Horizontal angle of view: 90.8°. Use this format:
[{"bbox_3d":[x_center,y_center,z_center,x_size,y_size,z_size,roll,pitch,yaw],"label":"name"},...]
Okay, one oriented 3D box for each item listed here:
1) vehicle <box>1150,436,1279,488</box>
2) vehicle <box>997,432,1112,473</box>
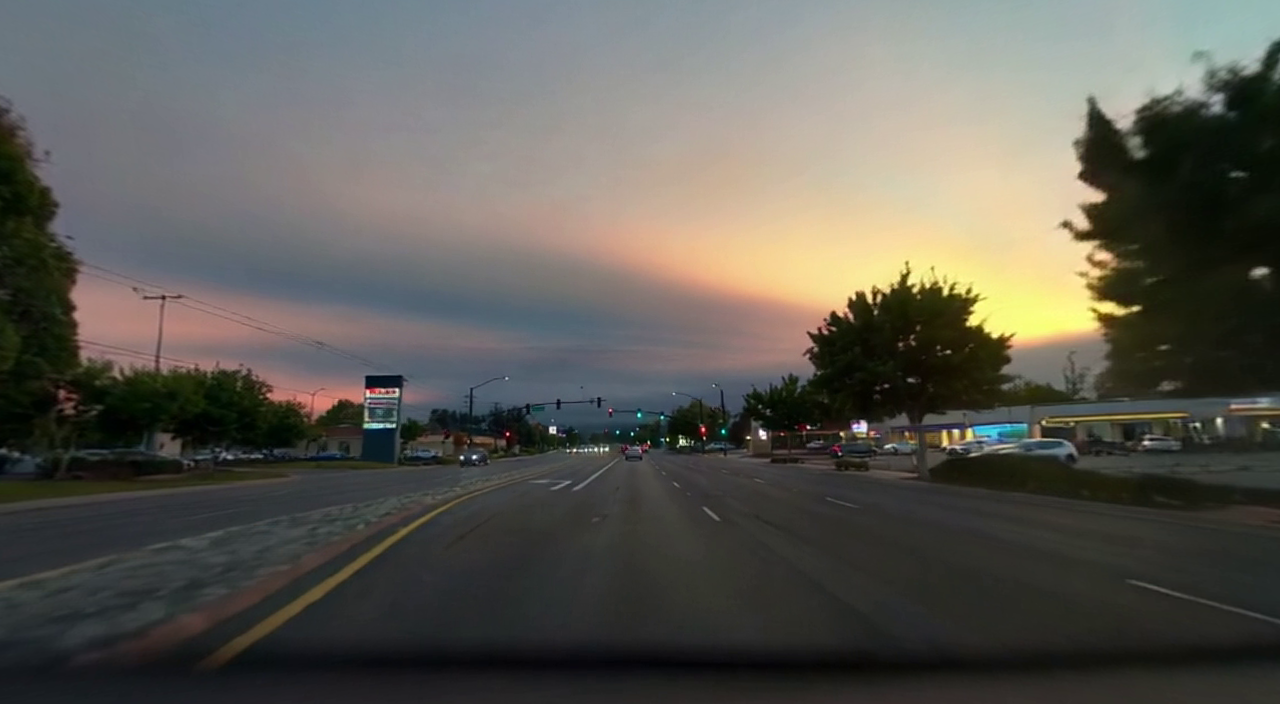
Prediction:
[{"bbox_3d":[19.539,3.658,21.244,4.238,1.561,1.922,4,-10,-26],"label":"vehicle"},{"bbox_3d":[20.333,4.924,30.976,5.072,1.887,2.189,4,-10,-24],"label":"vehicle"}]
